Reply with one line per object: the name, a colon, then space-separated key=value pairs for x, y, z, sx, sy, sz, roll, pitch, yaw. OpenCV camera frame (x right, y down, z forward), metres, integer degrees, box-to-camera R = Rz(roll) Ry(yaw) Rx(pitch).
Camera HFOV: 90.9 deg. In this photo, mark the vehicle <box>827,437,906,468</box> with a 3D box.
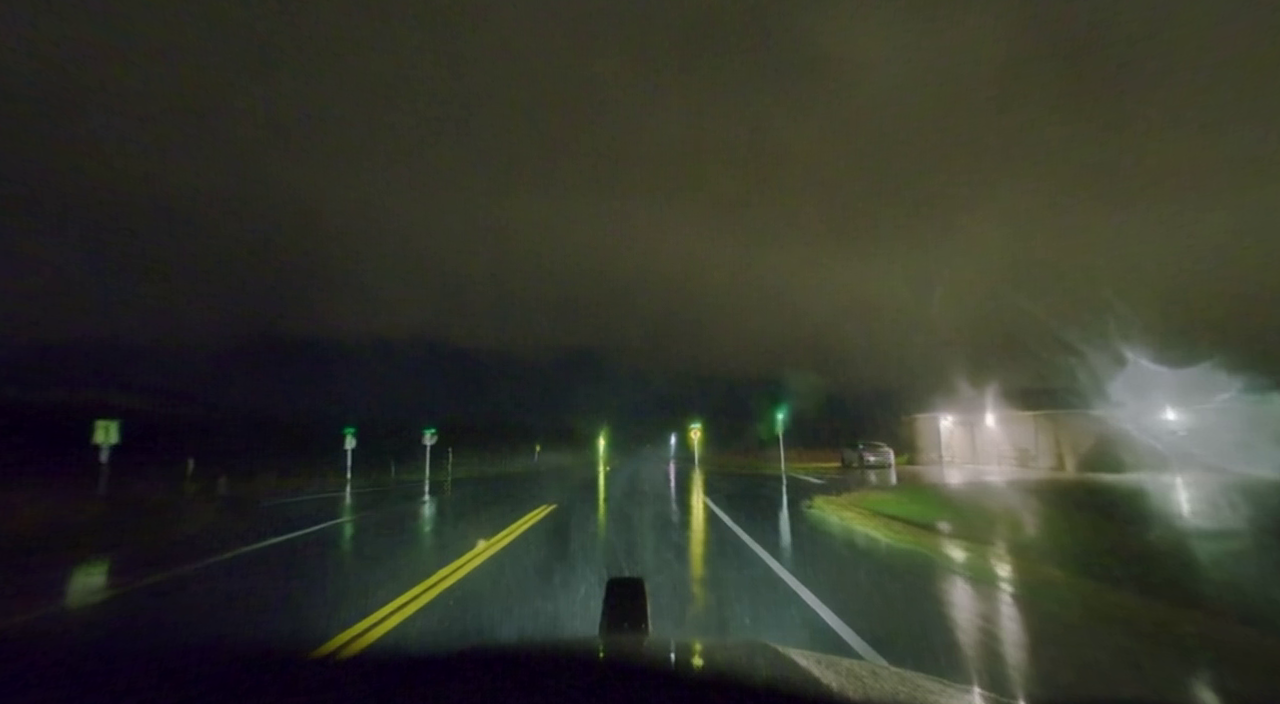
vehicle: x=14.520 y=6.466 z=40.805 sx=2.037 sy=1.829 sz=4.919 roll=3 pitch=-9 yaw=-21
